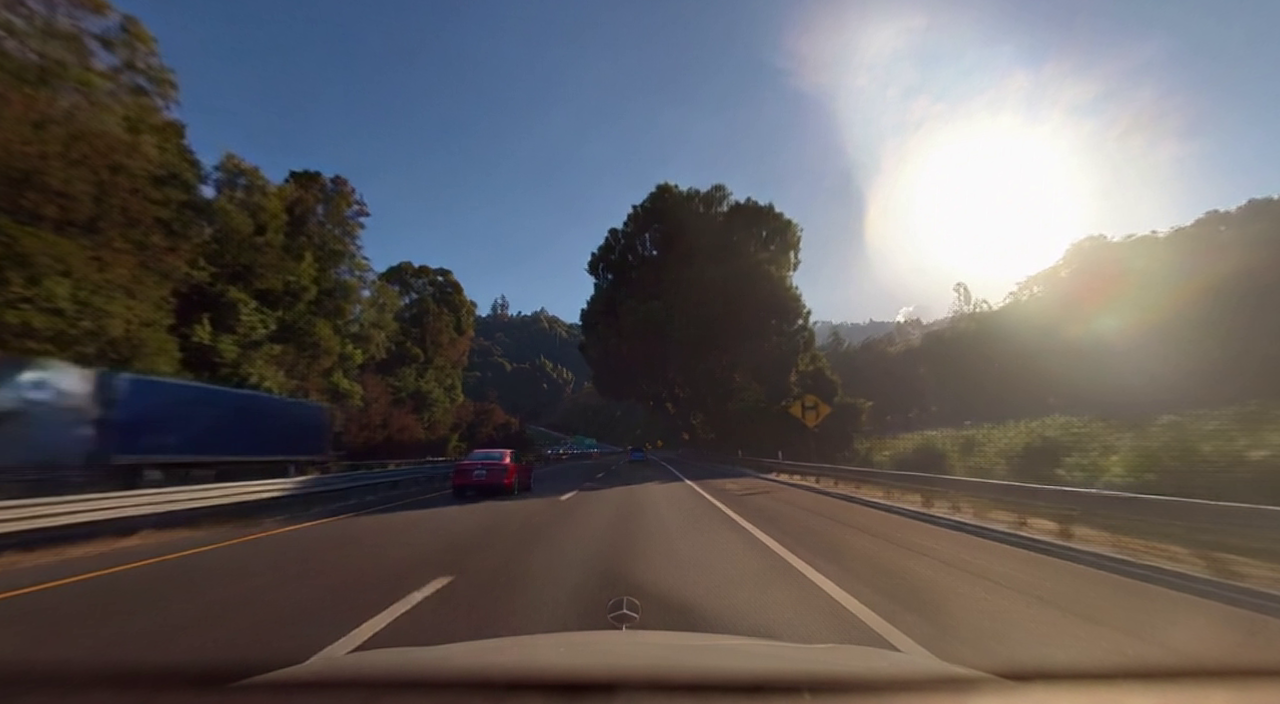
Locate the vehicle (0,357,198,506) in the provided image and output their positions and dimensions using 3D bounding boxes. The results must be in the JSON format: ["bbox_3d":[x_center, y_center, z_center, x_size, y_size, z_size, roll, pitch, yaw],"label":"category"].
[{"bbox_3d":[-17.196,2.445,19.086,3.013,3.781,6.029,0,-9,1],"label":"vehicle"}]

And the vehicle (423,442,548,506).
[{"bbox_3d":[-3.931,3.188,16.984,2.157,1.483,4.601,0,-9,1],"label":"vehicle"}]

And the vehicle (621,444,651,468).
[{"bbox_3d":[-0.242,7.217,43.789,2.011,1.590,3.607,0,-9,1],"label":"vehicle"}]
